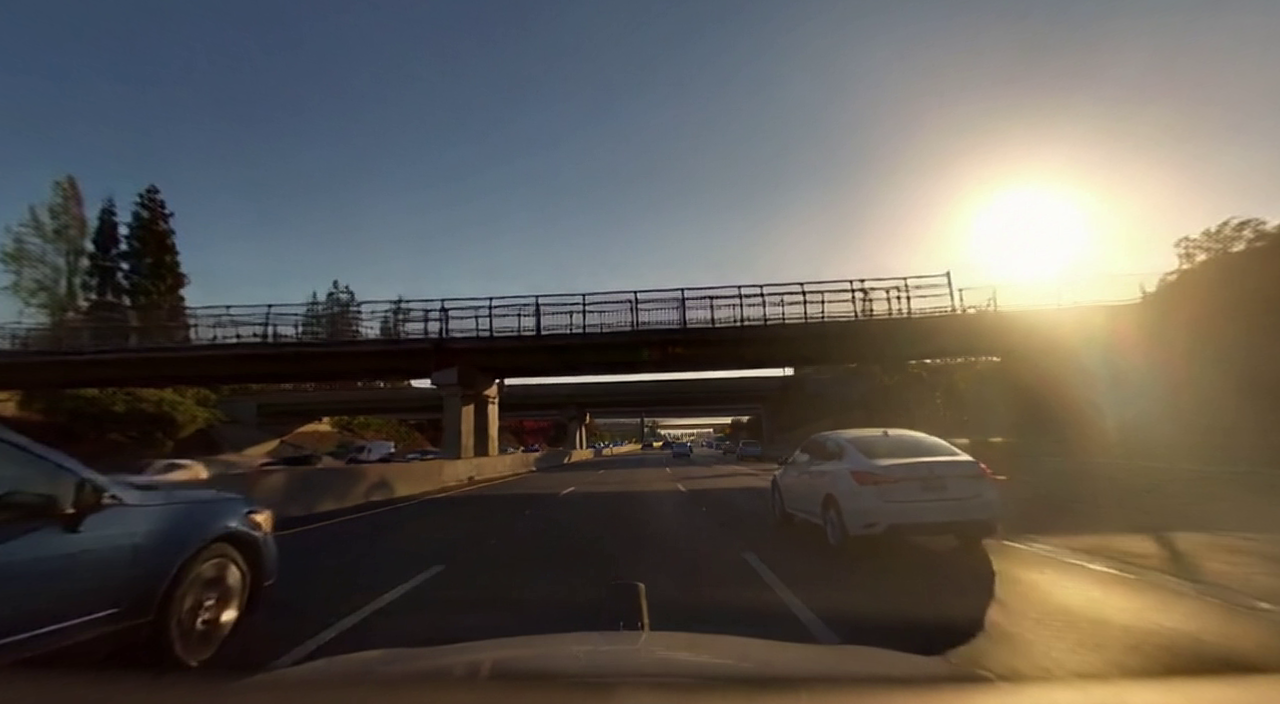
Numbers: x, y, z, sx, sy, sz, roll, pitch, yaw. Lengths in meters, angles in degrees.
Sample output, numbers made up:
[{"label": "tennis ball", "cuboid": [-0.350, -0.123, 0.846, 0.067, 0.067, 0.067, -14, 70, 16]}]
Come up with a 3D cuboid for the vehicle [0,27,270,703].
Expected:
[{"label": "vehicle", "cuboid": [-3.381, -0.004, 0.584, 2.369, 2.682, 6.088, 0, -9, 0]}]

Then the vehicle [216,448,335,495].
[{"label": "vehicle", "cuboid": [-14.794, 4.845, 26.015, 1.964, 1.745, 4.574, -1, -9, 3]}]

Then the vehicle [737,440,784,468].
[{"label": "vehicle", "cuboid": [7.070, 6.053, 37.473, 1.989, 1.529, 4.375, -1, -9, 0]}]

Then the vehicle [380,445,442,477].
[{"label": "vehicle", "cuboid": [-17.553, 8.337, 48.779, 2.339, 1.879, 5.755, -5, -6, 3]}]

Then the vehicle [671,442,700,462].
[{"label": "vehicle", "cuboid": [3.506, 7.796, 49.203, 1.981, 1.471, 4.342, -1, -9, 1]}]

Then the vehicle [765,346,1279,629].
[{"label": "vehicle", "cuboid": [3.507, 1.407, 7.606, 2.693, 2.044, 5.882, 0, -9, -1]}]
